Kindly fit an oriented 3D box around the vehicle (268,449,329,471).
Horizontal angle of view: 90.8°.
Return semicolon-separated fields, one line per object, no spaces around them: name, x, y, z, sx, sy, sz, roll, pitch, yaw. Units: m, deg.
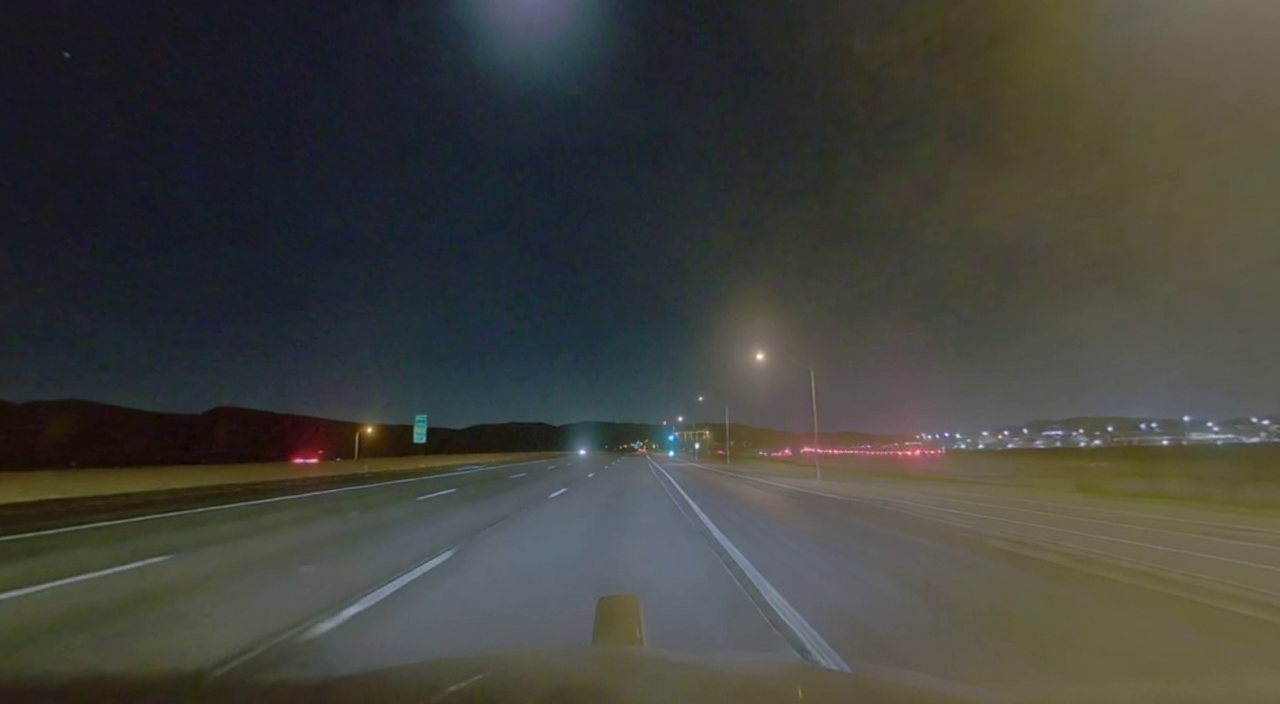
vehicle;-26.327;8.345;48.888;1.923;1.563;4.762;0;-9;1
